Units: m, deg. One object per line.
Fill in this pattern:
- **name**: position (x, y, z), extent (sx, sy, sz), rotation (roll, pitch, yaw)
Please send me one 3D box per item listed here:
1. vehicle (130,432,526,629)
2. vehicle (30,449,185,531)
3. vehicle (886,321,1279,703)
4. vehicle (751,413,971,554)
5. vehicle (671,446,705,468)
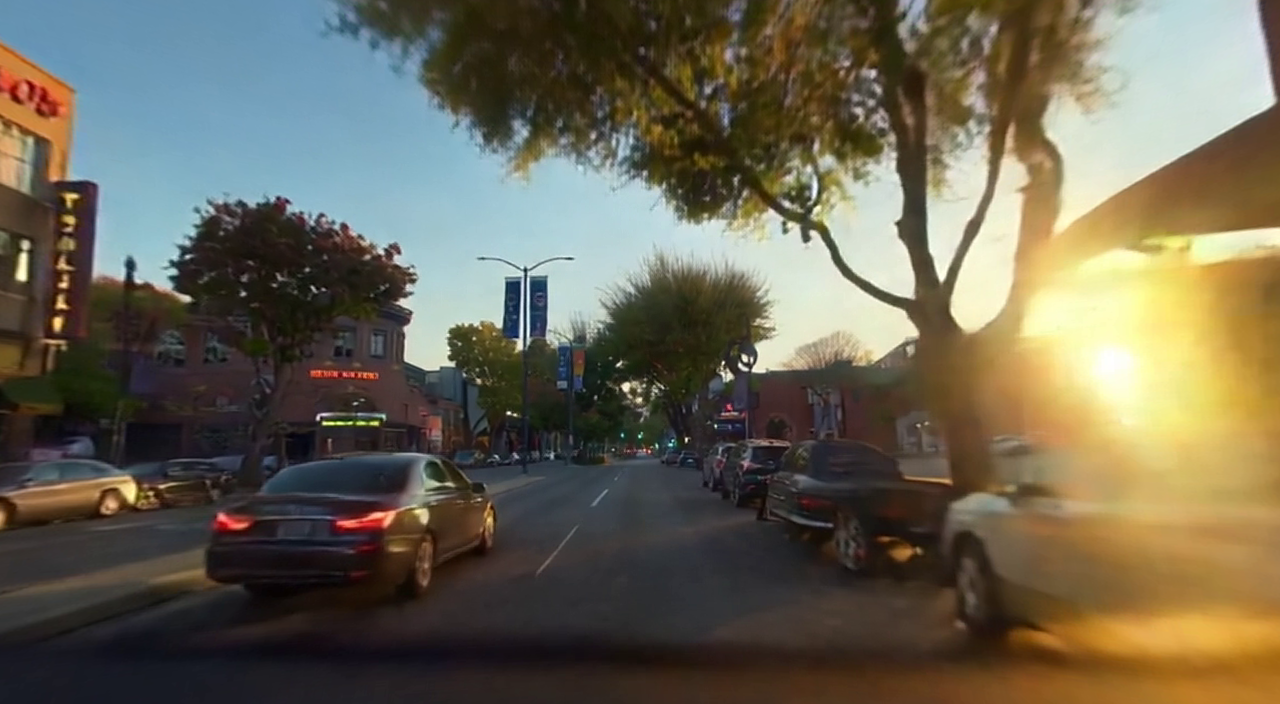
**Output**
- **vehicle**: position (-2.730, 1.654, 6.936), extent (2.030, 1.436, 4.388), rotation (0, -8, 1)
- **vehicle**: position (-12.207, 2.979, 14.328), extent (4.810, 1.497, 2.066), rotation (-8, -12, 44)
- **vehicle**: position (3.299, 0.984, 3.361), extent (2.158, 1.818, 4.428), rotation (0, -8, 0)
- **vehicle**: position (3.239, 2.024, 10.460), extent (2.086, 1.792, 4.608), rotation (0, -8, 2)
- **vehicle**: position (3.399, 7.515, 45.328), extent (1.950, 1.462, 4.807), rotation (0, -8, -1)
